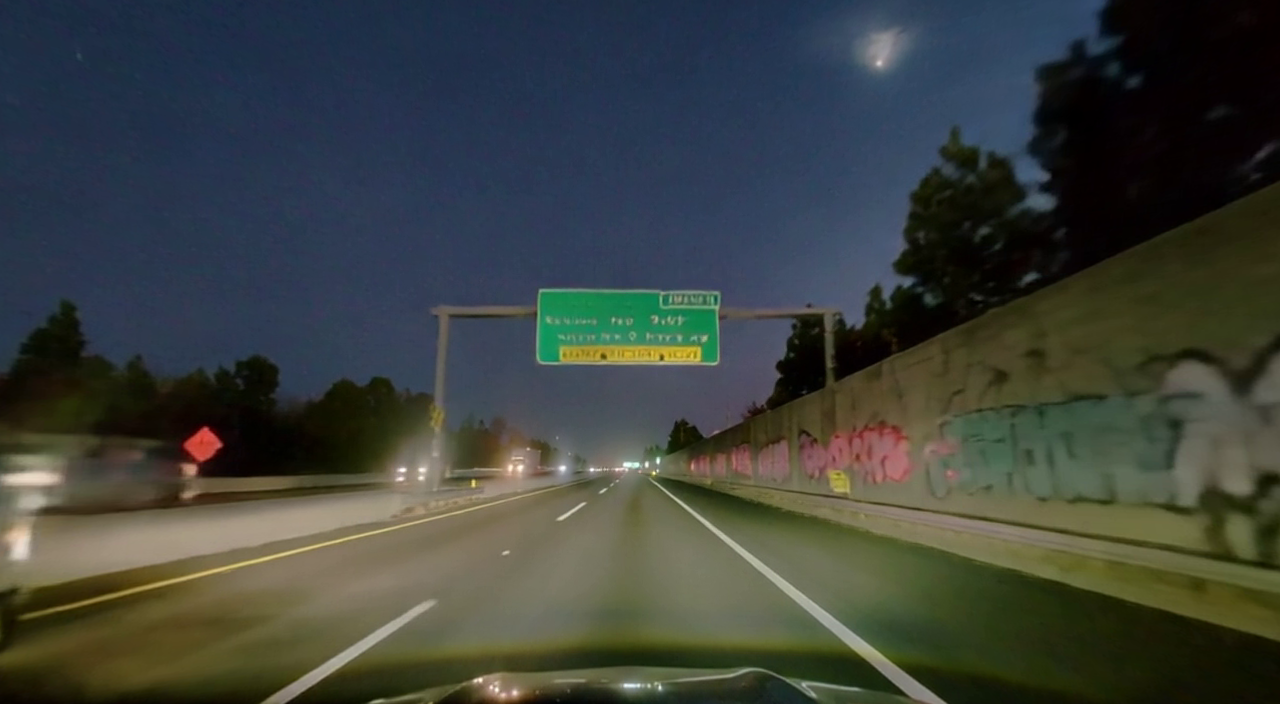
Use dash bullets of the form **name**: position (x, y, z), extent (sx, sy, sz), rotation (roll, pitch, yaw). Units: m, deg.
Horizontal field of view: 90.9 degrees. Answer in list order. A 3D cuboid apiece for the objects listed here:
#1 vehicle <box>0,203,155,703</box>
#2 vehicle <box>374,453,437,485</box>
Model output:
- **vehicle**: position (-4.254, 0.114, 0.667), extent (2.597, 2.434, 6.020), rotation (1, -11, -1)
- **vehicle**: position (-13.404, 6.757, 36.306), extent (1.927, 1.666, 4.412), rotation (1, -11, 0)
